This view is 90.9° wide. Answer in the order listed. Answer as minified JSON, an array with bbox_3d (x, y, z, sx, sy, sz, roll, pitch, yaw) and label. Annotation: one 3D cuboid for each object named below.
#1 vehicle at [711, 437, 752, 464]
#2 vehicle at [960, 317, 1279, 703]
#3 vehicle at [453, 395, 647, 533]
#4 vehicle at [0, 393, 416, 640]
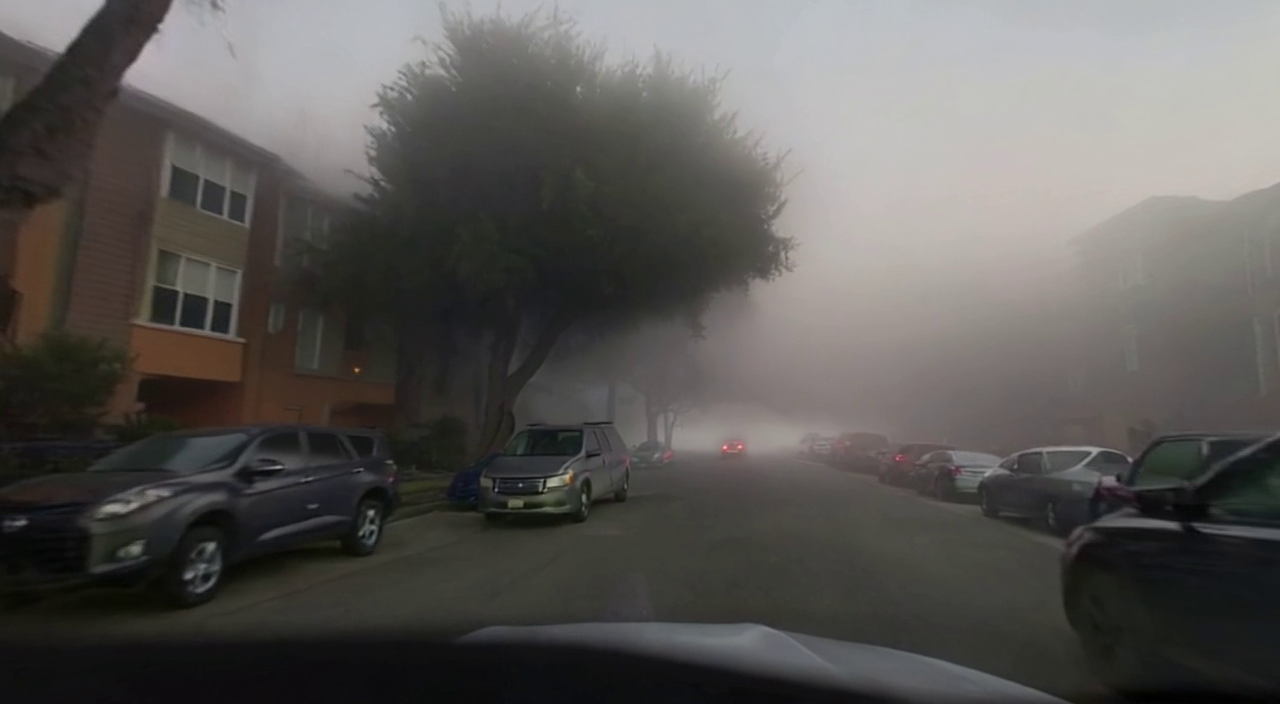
[{"bbox_3d":[5.422,5.794,37.059,1.971,1.476,4.593,-2,-9,13],"label":"vehicle"},{"bbox_3d":[3.202,0.801,2.388,2.055,1.717,5.172,-2,-8,10],"label":"vehicle"},{"bbox_3d":[-1.383,2.068,12.166,2.197,2.047,4.985,-2,-8,10],"label":"vehicle"},{"bbox_3d":[-4.613,1.543,7.040,2.002,1.774,4.568,-2,-8,8],"label":"vehicle"}]
